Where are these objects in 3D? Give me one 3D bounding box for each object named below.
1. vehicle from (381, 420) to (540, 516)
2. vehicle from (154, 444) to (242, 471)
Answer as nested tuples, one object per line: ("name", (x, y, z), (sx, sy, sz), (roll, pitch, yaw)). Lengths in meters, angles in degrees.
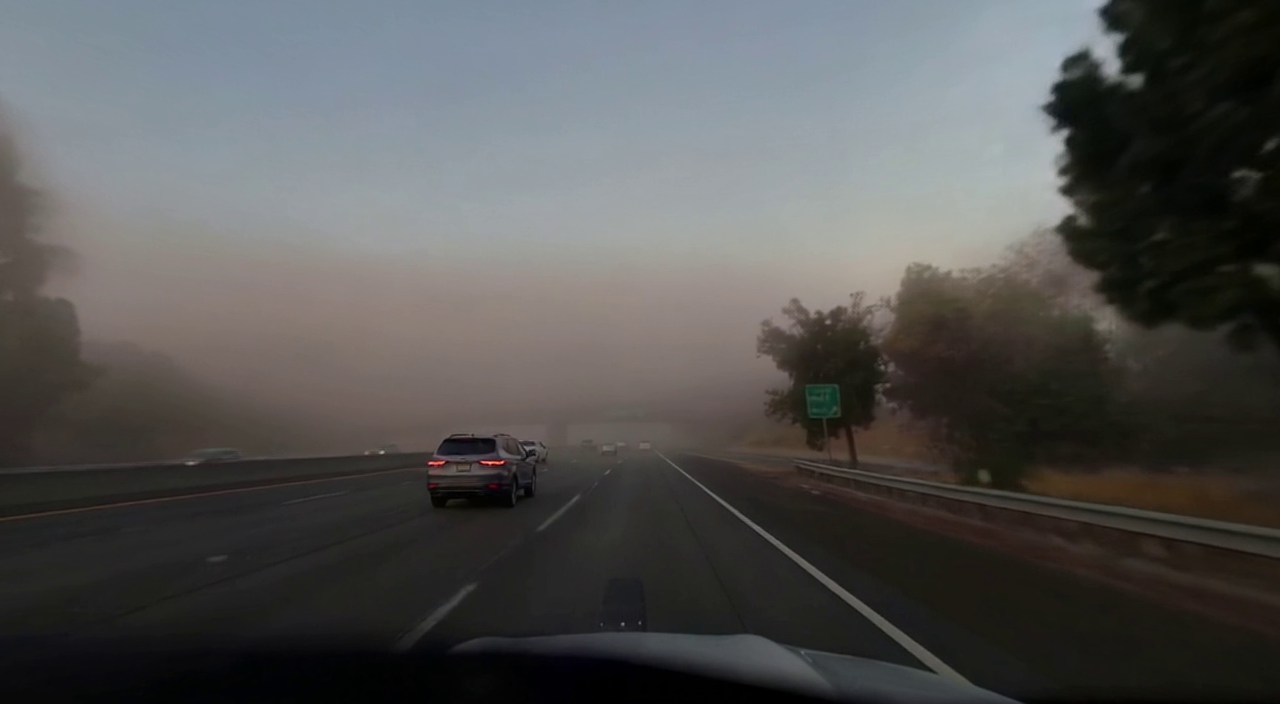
("vehicle", (-3.588, 2.413, 13.560), (2.048, 1.705, 4.384), (0, -8, 1))
("vehicle", (-26.527, 6.349, 37.925), (1.889, 1.504, 4.666), (0, -8, 1))
